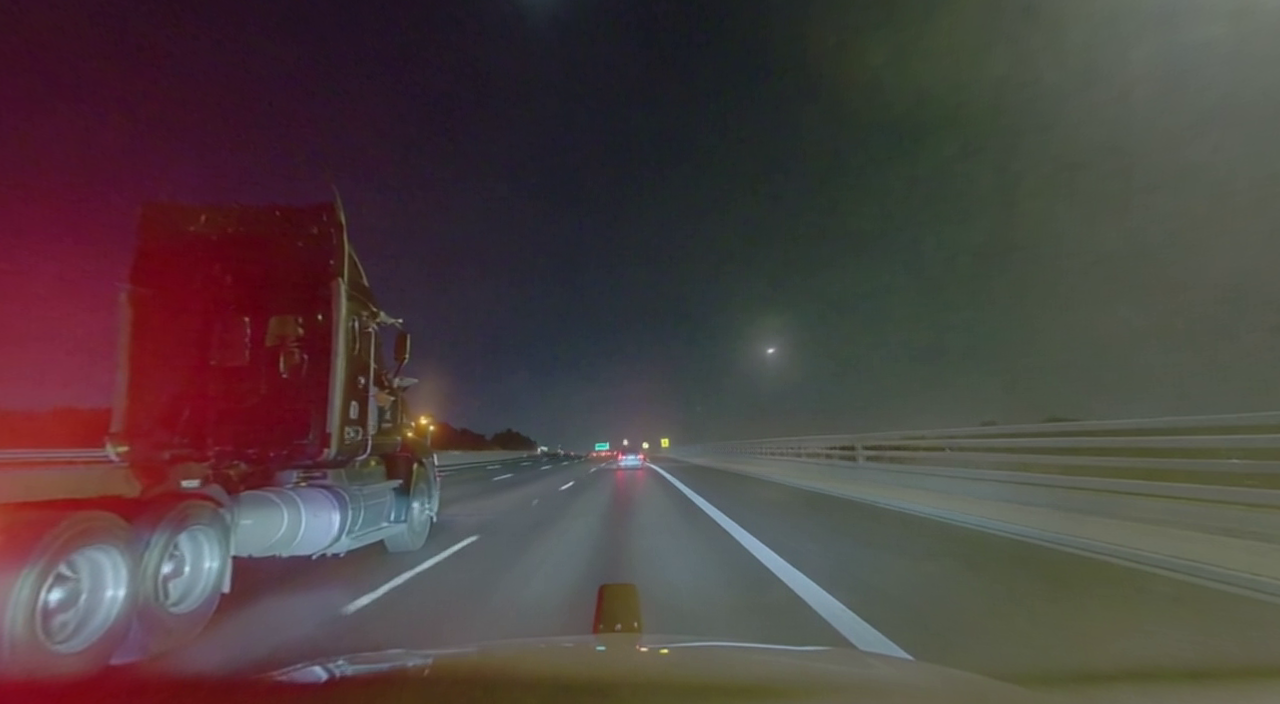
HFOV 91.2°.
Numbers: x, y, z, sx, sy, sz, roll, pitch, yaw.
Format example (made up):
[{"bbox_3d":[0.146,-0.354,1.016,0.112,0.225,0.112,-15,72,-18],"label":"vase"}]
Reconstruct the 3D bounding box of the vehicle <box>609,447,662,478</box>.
[{"bbox_3d":[-0.277,5.439,31.252,2.398,1.336,5.698,0,-9,-1],"label":"vehicle"}]
